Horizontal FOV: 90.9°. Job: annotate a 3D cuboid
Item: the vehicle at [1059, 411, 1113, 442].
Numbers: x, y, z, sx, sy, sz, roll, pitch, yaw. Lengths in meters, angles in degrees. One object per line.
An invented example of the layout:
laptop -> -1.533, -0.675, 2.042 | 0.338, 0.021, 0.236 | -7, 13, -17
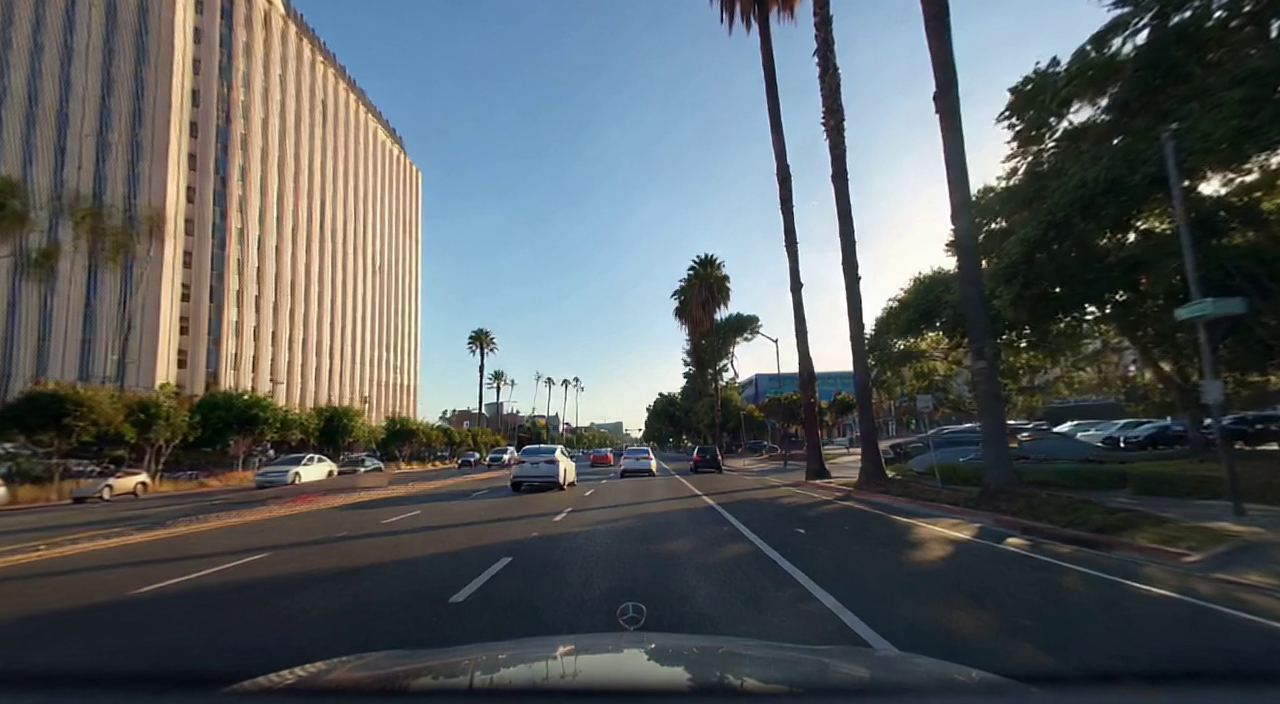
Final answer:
vehicle -> 27.762, 4.731, 39.368 | 2.102, 1.779, 4.903 | -5, -10, 28

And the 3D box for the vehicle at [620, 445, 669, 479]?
vehicle -> 0.228, 5.167, 29.885 | 2.147, 1.507, 3.953 | 0, -8, 0

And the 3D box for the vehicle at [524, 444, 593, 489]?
vehicle -> -2.935, 4.206, 23.605 | 1.908, 1.505, 4.369 | -1, -8, 1

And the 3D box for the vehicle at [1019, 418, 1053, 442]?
vehicle -> 27.932, 5.554, 44.526 | 1.781, 1.592, 3.879 | -5, -10, 30

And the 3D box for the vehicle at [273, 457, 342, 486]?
vehicle -> -20.848, 7.491, 39.724 | 1.954, 1.588, 4.170 | -1, -9, 1

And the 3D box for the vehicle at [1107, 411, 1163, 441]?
vehicle -> 30.572, 4.615, 39.032 | 1.955, 1.709, 4.014 | -5, -10, 28

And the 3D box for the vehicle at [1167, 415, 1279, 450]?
vehicle -> 27.276, 3.715, 28.822 | 1.815, 1.463, 4.379 | 3, -9, -21

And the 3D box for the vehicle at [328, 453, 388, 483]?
vehicle -> -17.149, 7.053, 38.574 | 1.831, 1.611, 3.912 | 0, -9, 1

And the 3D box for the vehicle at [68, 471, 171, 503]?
vehicle -> -28.896, 7.461, 35.188 | 1.838, 1.469, 4.556 | -1, -9, 1

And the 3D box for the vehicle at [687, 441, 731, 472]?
vehicle -> 4.151, 6.363, 38.557 | 2.108, 1.785, 4.334 | 0, -9, -1
